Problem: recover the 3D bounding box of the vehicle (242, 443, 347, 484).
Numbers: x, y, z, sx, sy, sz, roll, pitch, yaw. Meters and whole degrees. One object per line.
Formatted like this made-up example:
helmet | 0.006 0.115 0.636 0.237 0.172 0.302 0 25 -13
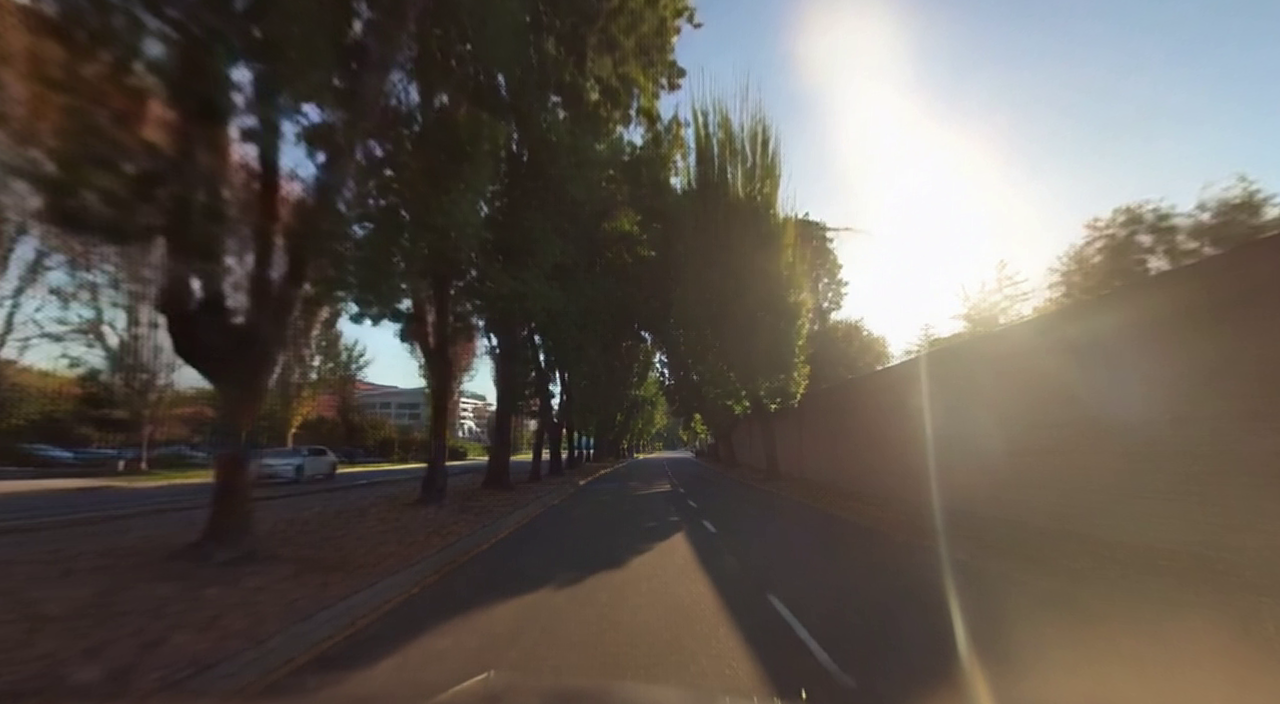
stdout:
vehicle | -14.775 4.767 27.259 1.995 1.630 4.533 0 -8 -1
